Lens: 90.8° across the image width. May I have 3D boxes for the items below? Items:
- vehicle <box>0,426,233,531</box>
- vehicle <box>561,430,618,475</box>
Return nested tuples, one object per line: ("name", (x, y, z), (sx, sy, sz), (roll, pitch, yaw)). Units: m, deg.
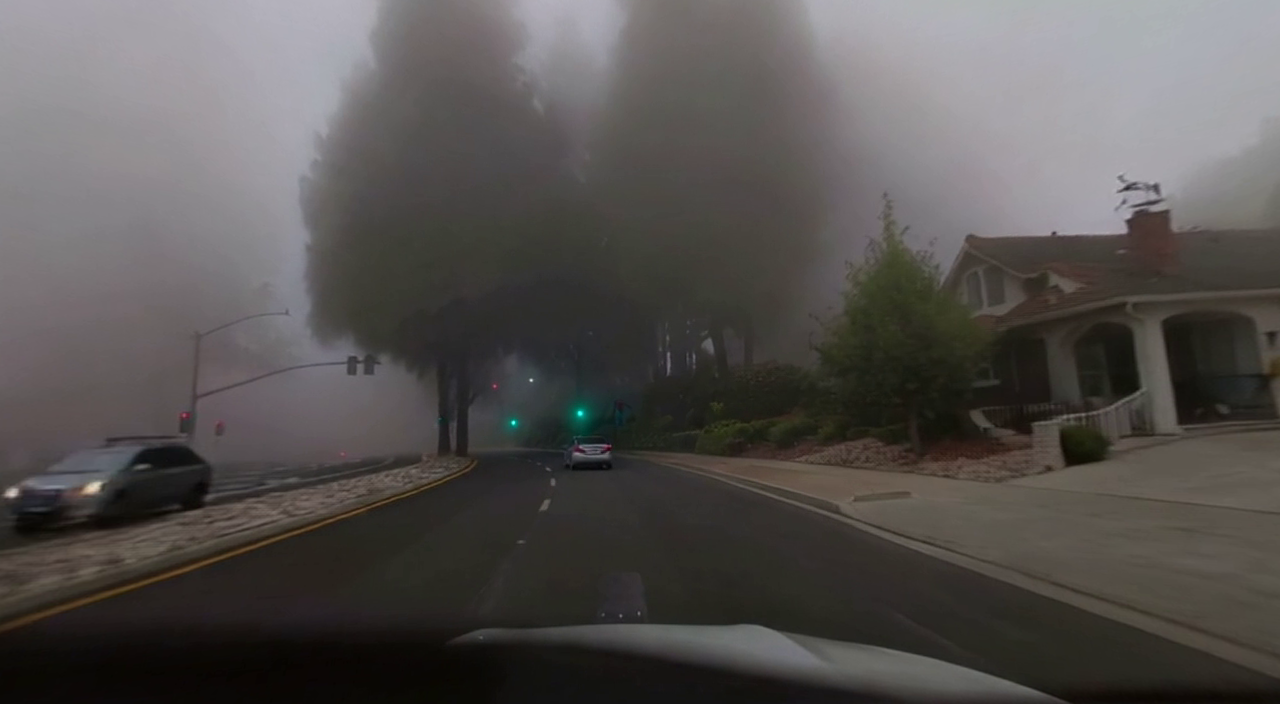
("vehicle", (-12.380, 2.847, 14.982), (2.259, 1.973, 5.712), (1, -8, -8))
("vehicle", (-2.195, 4.210, 26.710), (1.990, 1.707, 4.225), (1, -9, -10))
